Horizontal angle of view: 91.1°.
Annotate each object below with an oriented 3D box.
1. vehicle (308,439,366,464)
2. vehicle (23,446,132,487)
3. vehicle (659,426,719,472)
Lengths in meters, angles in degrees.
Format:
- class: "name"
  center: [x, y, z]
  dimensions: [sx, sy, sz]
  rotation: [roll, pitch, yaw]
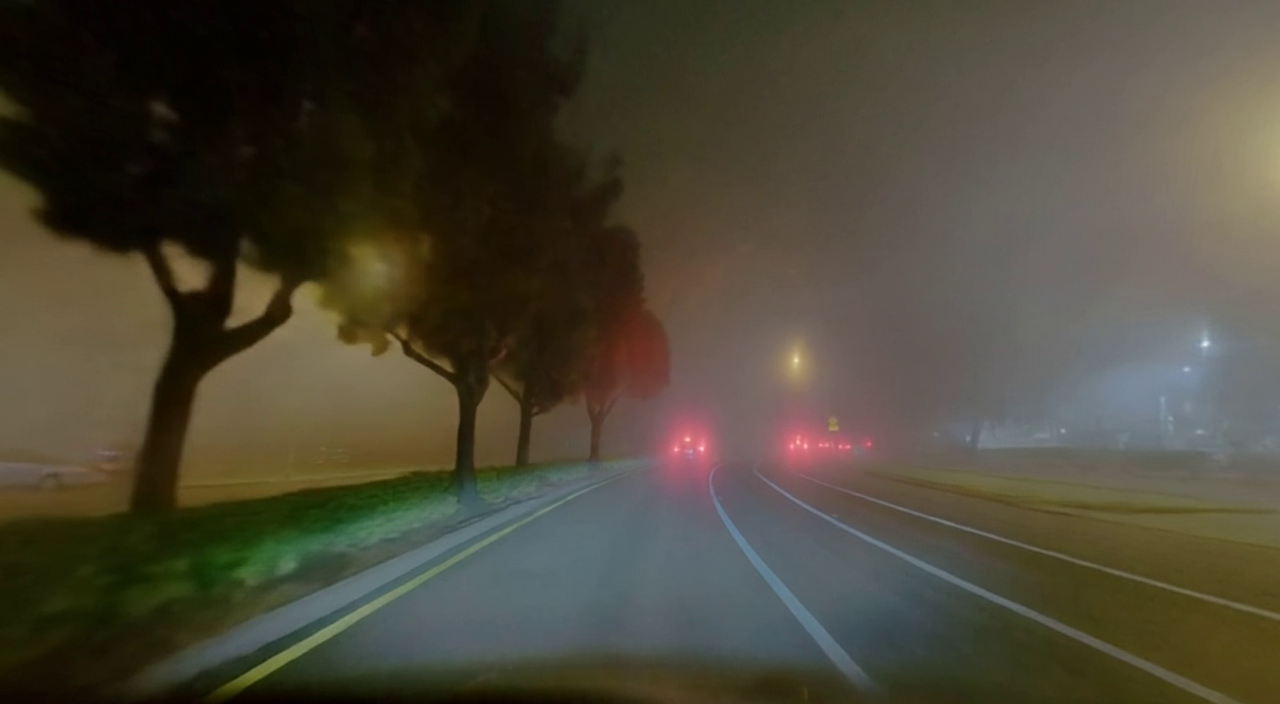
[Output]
- class: "vehicle"
  center: [-19.059, 6.289, 39.714]
  dimensions: [1.829, 1.501, 4.149]
  rotation: [1, -9, -4]
- class: "vehicle"
  center: [-24.073, 4.857, 27.102]
  dimensions: [2.058, 1.580, 4.134]
  rotation: [3, -9, -21]
- class: "vehicle"
  center: [2.415, 4.507, 29.251]
  dimensions: [2.371, 1.926, 5.615]
  rotation: [-1, -9, 8]
